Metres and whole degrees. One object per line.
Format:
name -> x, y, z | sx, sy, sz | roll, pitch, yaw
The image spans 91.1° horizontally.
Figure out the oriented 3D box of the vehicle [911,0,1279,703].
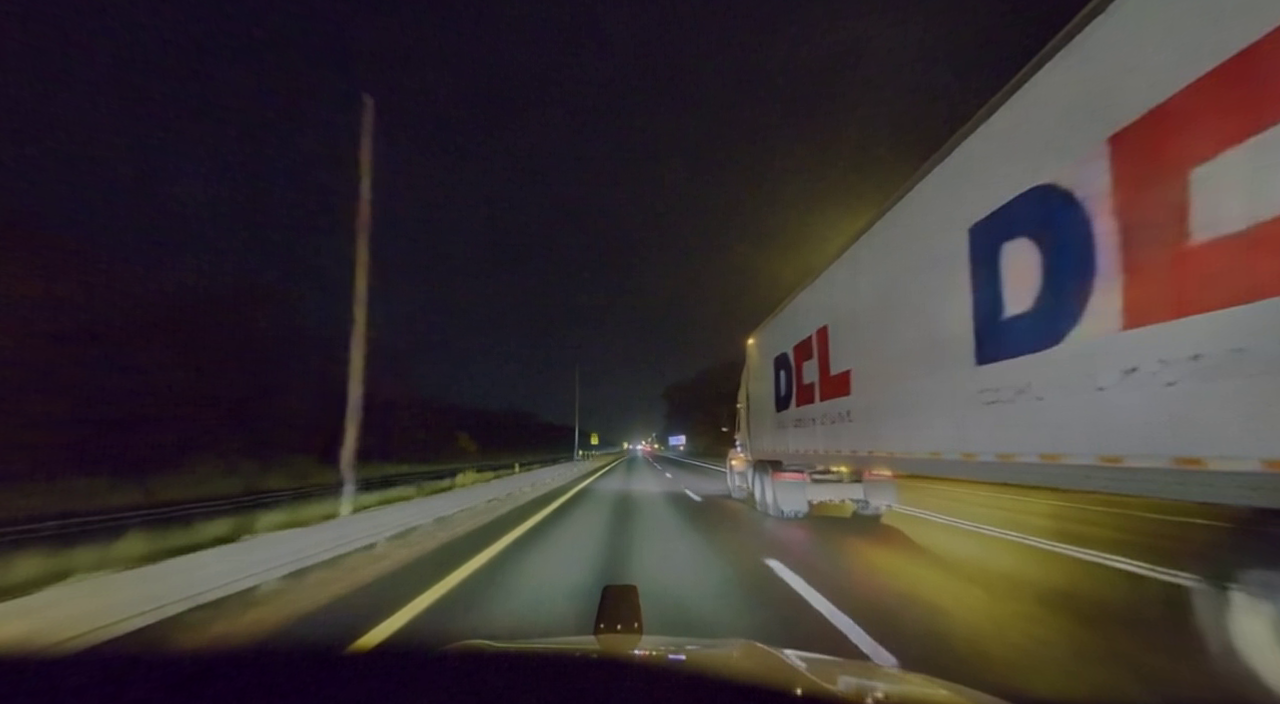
vehicle -> 3.787, -0.572, 1.036 | 2.879, 4.075, 8.126 | 0, -9, -1
